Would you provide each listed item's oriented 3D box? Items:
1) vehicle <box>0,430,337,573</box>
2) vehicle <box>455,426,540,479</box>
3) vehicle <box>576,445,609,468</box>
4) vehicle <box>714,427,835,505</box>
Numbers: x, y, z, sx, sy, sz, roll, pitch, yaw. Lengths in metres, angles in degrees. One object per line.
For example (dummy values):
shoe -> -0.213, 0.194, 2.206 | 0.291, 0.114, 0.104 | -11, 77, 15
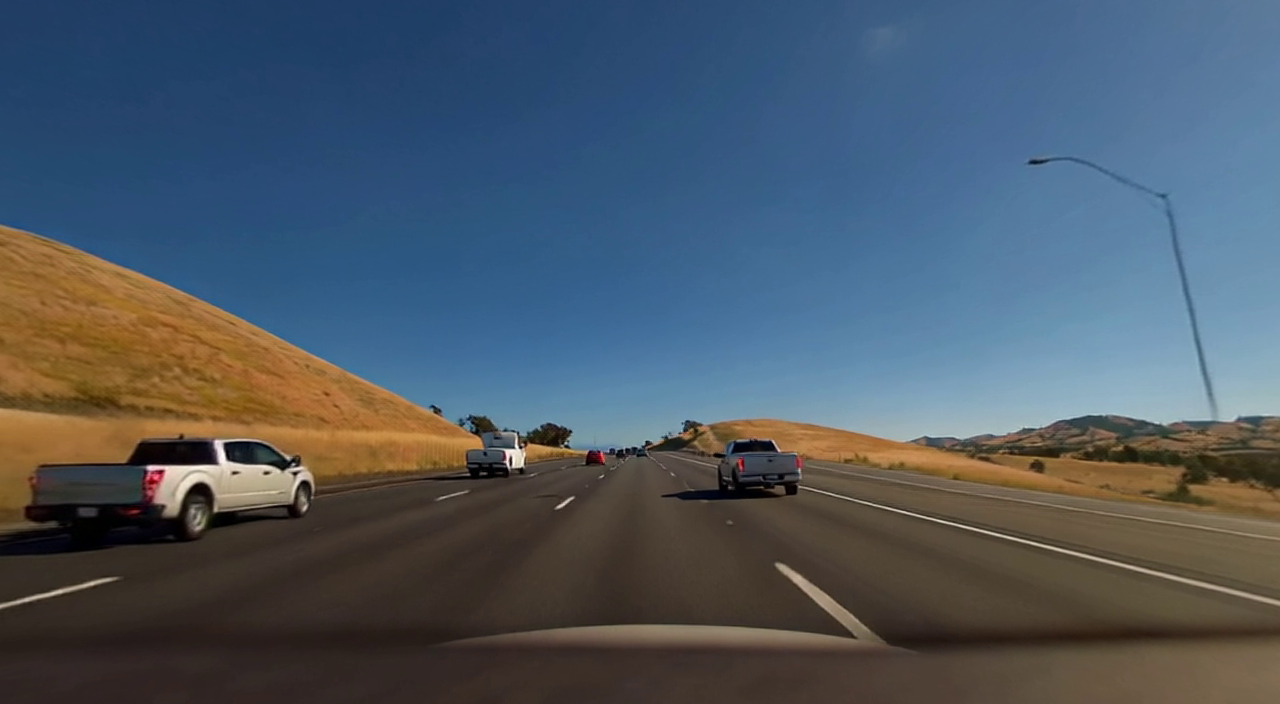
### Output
vehicle -> -6.689, 2.026, 9.406 | 1.935, 1.550, 4.883 | 0, -9, -1
vehicle -> -7.405, 5.358, 33.770 | 2.937, 2.509, 7.090 | 0, -9, -1
vehicle -> -3.401, 7.572, 45.855 | 2.009, 1.593, 4.378 | 0, -9, 0
vehicle -> 3.399, 3.024, 17.027 | 2.231, 1.789, 4.700 | 0, -9, 0
